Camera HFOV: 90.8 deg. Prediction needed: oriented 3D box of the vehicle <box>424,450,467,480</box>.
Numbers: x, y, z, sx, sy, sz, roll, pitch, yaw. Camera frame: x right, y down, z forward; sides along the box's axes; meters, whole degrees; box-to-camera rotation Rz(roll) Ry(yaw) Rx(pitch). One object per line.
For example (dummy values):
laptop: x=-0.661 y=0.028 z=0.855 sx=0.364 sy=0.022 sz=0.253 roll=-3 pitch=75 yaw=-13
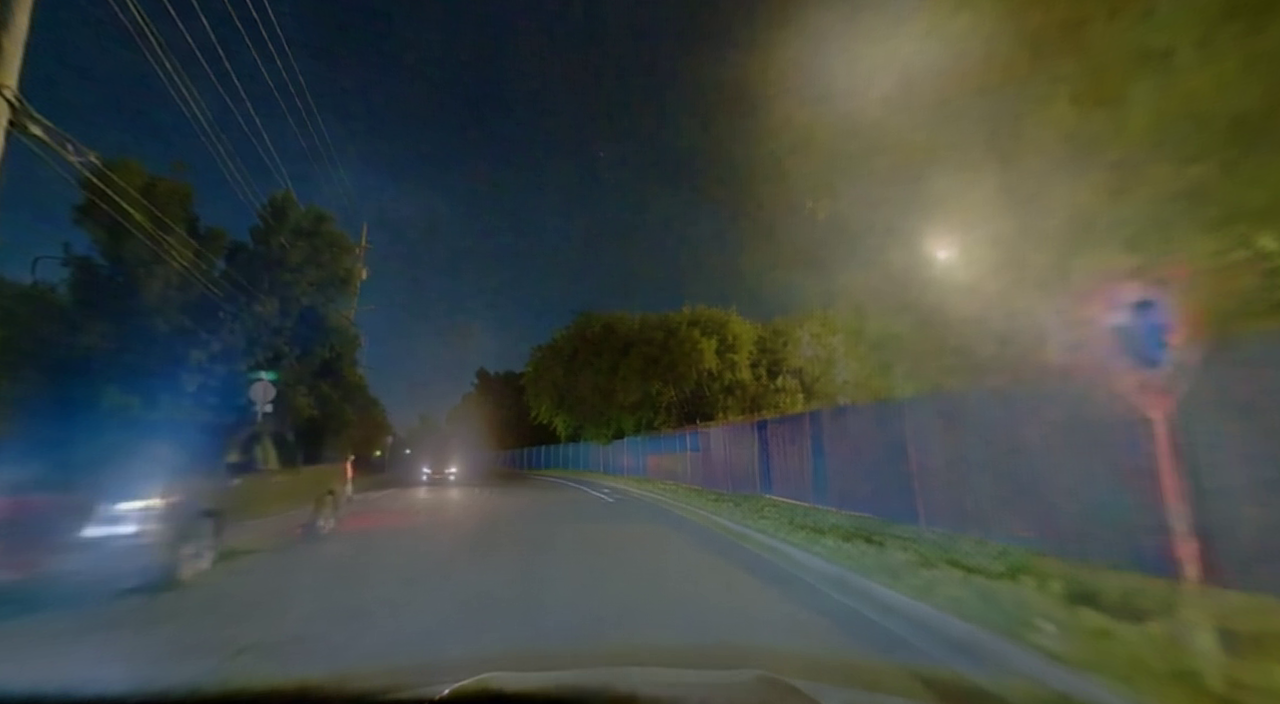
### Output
vehicle: x=-10.596 y=6.106 z=34.392 sx=2.034 sy=1.479 sz=4.521 roll=3 pitch=-9 yaw=-17

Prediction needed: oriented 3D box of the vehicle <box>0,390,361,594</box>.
vehicle: x=-5.534 y=1.625 z=8.103 sx=2.185 sy=1.901 sz=4.177 roll=0 pitch=-9 yaw=-4
